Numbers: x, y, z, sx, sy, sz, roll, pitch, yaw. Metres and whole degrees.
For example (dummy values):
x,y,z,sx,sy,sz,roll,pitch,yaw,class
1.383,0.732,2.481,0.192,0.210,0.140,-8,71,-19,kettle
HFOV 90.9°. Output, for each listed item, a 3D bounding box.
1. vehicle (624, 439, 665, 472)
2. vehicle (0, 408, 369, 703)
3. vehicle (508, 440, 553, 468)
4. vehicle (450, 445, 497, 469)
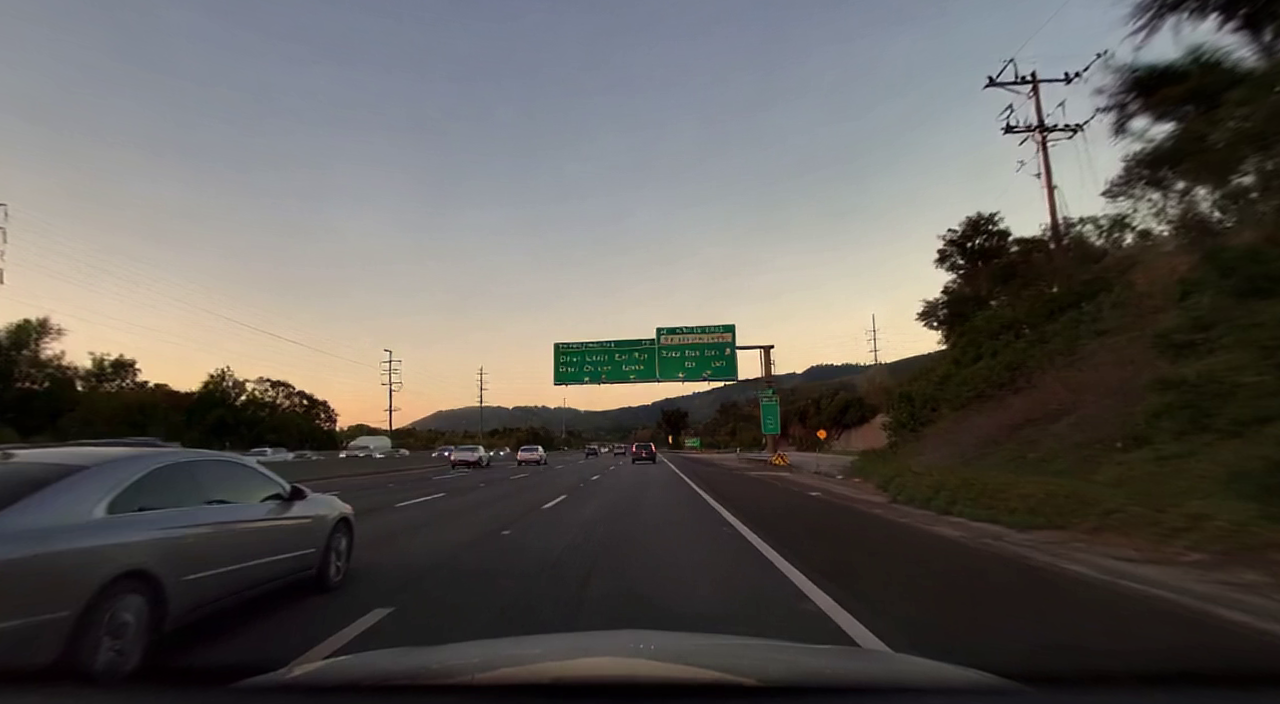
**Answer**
x,y,z,sx,sy,sz,roll,pitch,yaw,class
0.242,5.851,35.945,2.194,1.737,4.127,0,-8,-1,vehicle
-3.545,1.135,3.461,1.967,1.517,4.808,0,-8,0,vehicle
-7.224,6.778,42.101,2.091,1.775,4.601,0,-8,1,vehicle
-11.126,7.033,42.494,1.938,1.480,4.329,0,-8,1,vehicle
